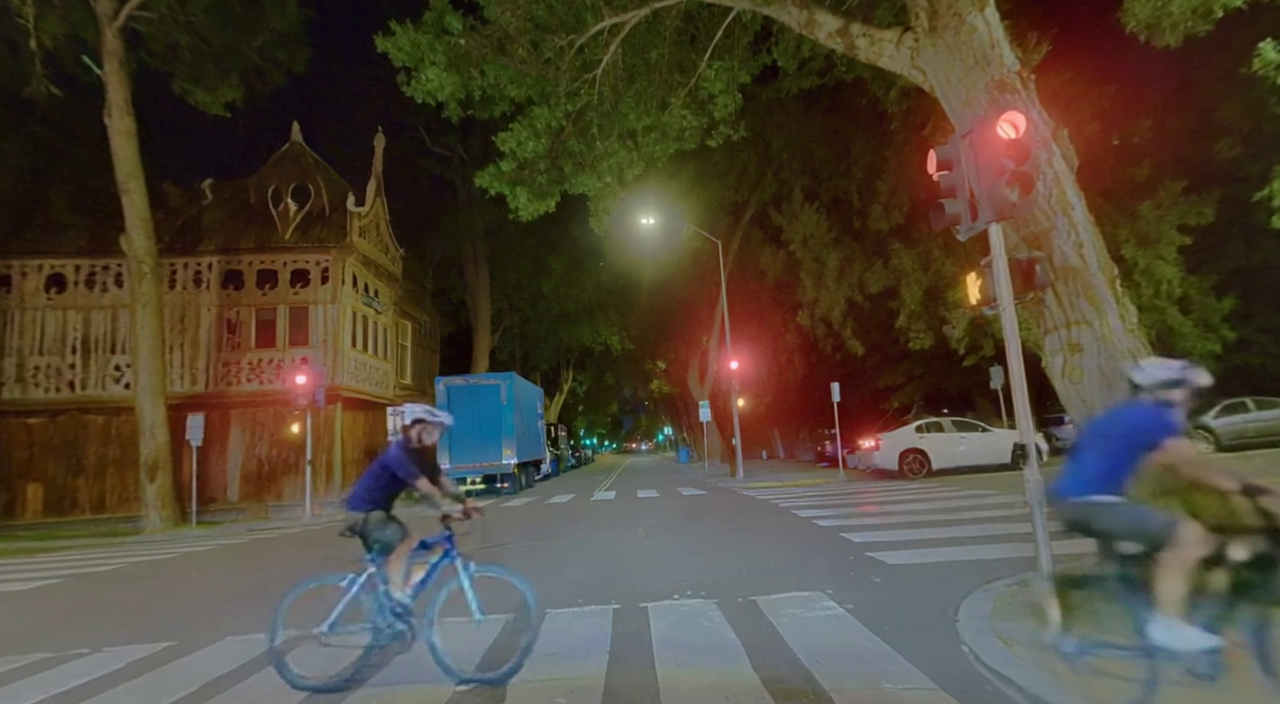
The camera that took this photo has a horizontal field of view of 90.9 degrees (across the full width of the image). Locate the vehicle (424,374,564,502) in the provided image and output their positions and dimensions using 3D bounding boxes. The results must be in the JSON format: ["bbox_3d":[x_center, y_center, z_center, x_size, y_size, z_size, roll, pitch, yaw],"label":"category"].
[{"bbox_3d":[-5.753,3.717,27.090,3.113,4.041,10.284,-7,-8,0],"label":"vehicle"}]

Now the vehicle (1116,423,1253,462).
[{"bbox_3d":[24.953,4.160,29.013,4.268,1.695,2.053,0,-8,3],"label":"vehicle"}]

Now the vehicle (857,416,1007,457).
[{"bbox_3d":[10.699,3.143,23.416,4.643,1.456,1.820,-1,-8,5],"label":"vehicle"}]
